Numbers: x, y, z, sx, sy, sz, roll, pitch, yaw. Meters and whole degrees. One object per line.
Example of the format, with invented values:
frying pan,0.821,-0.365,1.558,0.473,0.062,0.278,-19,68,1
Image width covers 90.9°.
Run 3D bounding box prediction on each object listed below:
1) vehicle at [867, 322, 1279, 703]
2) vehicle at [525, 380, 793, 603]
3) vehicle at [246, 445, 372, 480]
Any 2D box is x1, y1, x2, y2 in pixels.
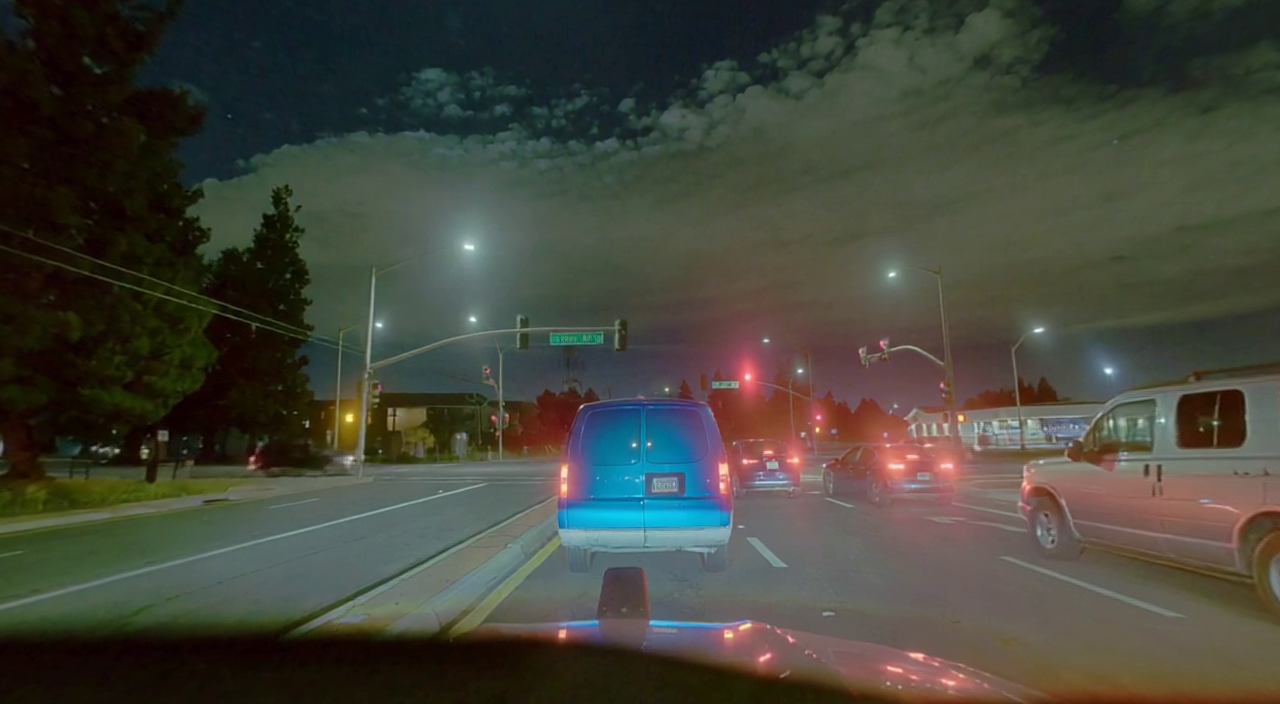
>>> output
vehicle,2.898,0.948,3.183,1.971,1.663,4.287,0,-8,1
vehicle,0.167,1.466,7.442,2.185,1.822,4.391,0,-8,0
vehicle,-15.448,5.164,29.618,4.789,1.514,1.866,1,-8,-5
